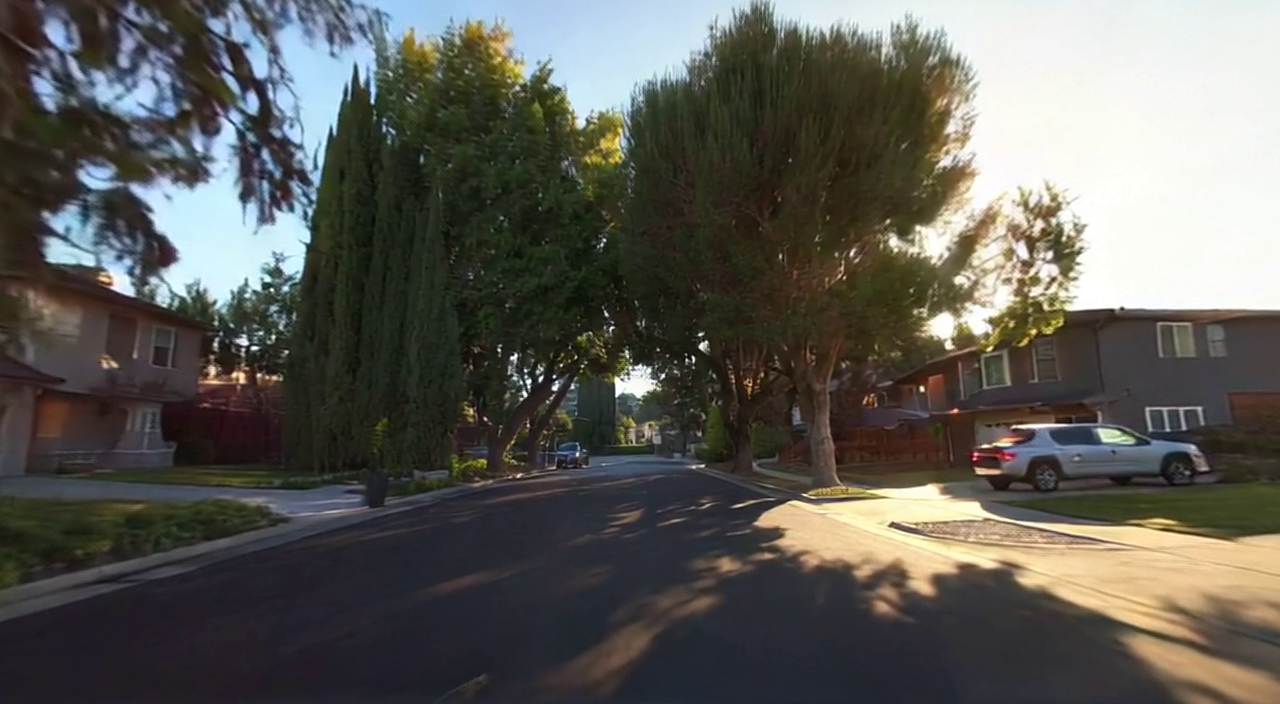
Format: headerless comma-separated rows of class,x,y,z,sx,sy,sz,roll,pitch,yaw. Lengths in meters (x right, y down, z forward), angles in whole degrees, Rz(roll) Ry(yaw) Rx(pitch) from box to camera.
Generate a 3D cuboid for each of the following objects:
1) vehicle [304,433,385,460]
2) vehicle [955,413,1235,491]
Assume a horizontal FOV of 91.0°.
vehicle,-19.230,6.185,41.111,4.196,1.696,2.086,0,-10,-1
vehicle,11.736,2.627,16.594,5.637,1.890,2.171,0,-9,-1
